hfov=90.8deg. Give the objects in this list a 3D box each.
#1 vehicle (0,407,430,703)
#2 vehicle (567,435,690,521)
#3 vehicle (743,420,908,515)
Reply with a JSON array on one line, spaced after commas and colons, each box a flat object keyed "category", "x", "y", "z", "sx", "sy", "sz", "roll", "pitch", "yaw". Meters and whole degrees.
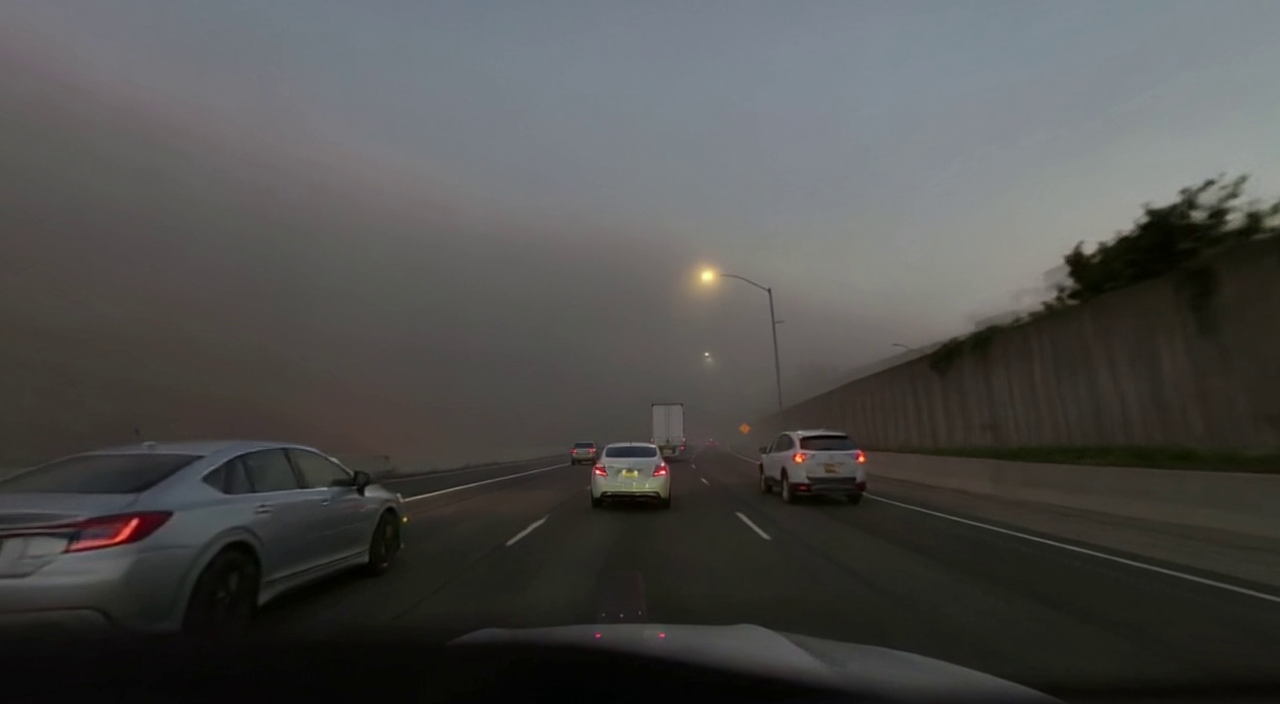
[{"category": "vehicle", "x": -3.693, "y": 1.351, "z": 5.125, "sx": 2.130, "sy": 1.474, "sz": 5.027, "roll": -1, "pitch": -9, "yaw": 2}, {"category": "vehicle", "x": -0.167, "y": 2.496, "z": 13.031, "sx": 2.136, "sy": 1.470, "sz": 3.971, "roll": 0, "pitch": -9, "yaw": 1}, {"category": "vehicle", "x": 3.686, "y": 2.406, "z": 13.627, "sx": 2.166, "sy": 1.666, "sz": 4.618, "roll": 0, "pitch": -9, "yaw": 0}]
